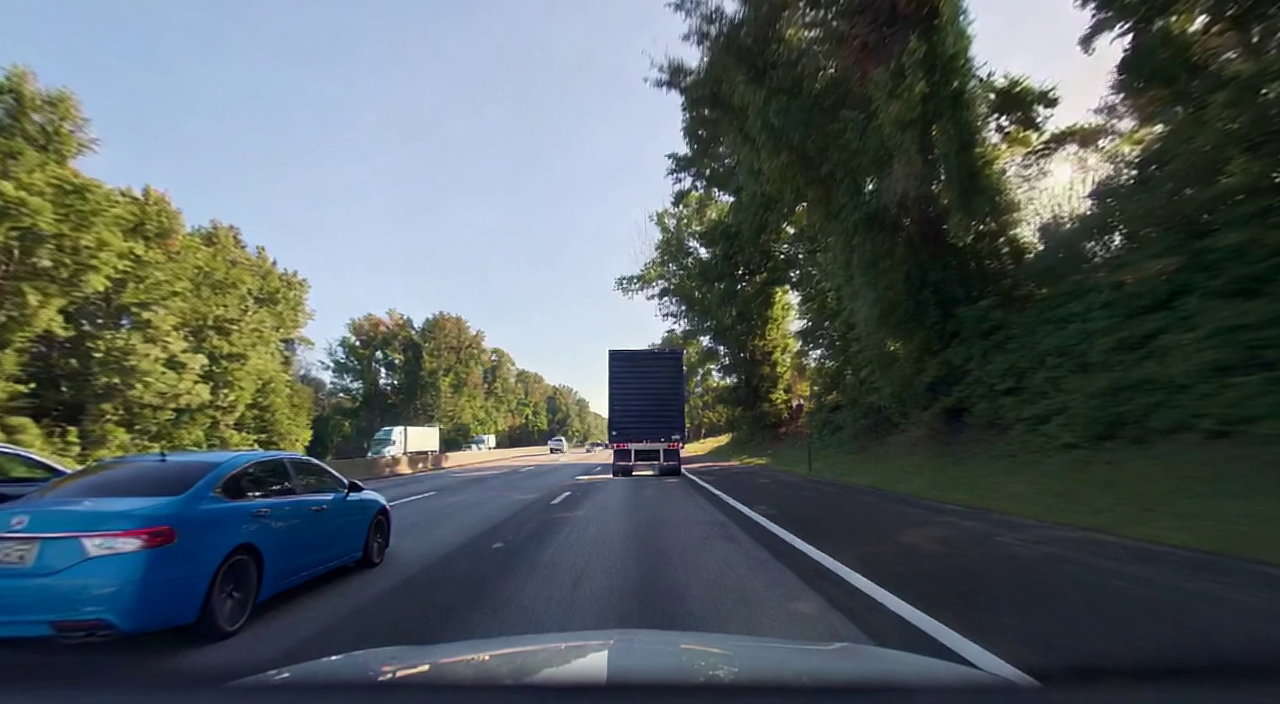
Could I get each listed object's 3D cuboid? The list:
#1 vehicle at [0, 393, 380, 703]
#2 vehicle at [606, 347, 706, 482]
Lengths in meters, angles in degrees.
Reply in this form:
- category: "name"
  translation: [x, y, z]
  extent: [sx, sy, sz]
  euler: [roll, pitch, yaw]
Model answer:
- category: "vehicle"
  translation: [-3.539, 1.170, 4.117]
  extent: [1.854, 1.530, 4.268]
  euler: [0, -8, 0]
- category: "vehicle"
  translation: [0.472, 2.675, 24.949]
  extent: [3.073, 4.196, 10.546]
  euler: [0, -8, 0]
